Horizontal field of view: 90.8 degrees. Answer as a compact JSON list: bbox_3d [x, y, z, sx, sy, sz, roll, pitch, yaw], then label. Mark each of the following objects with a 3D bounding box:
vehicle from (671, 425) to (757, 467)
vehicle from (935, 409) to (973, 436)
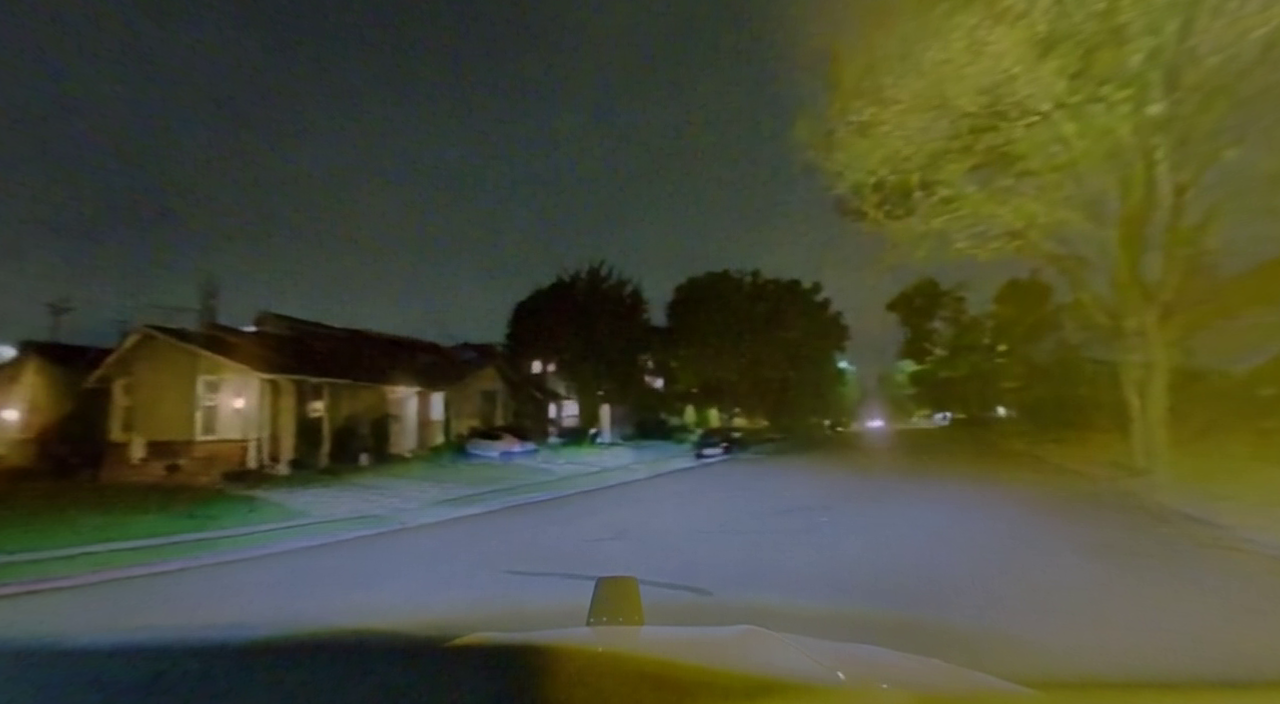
[{"bbox_3d":[2.976,3.680,24.718,1.954,1.490,4.292,-5,-10,27],"label":"vehicle"},{"bbox_3d":[21.414,4.887,43.171,2.018,1.665,4.226,-4,-9,24],"label":"vehicle"}]
